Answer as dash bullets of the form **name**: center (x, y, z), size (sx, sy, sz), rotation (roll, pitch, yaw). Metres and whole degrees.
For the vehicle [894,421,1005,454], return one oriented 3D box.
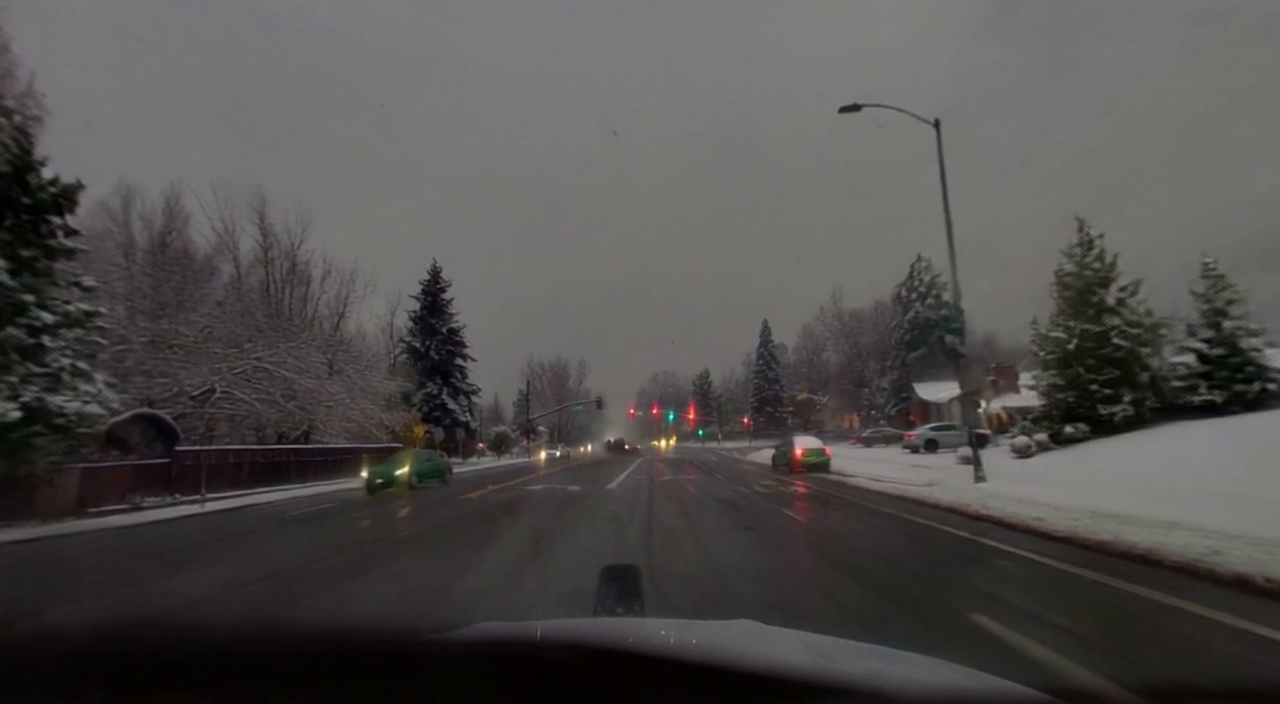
- **vehicle**: center (14.393, 4.000, 29.593), size (4.164, 1.470, 1.921), rotation (0, -7, 4)

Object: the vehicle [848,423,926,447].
- **vehicle**: center (15.694, 5.299, 40.248), size (4.210, 1.474, 1.799), rotation (-1, -8, 3)

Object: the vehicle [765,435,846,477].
- **vehicle**: center (6.141, 3.909, 24.023), size (1.917, 1.440, 4.335), rotation (0, -8, 0)

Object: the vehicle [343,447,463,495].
- **vehicle**: center (-8.391, 4.213, 22.917), size (2.067, 1.491, 4.807), rotation (-1, -8, 6)
